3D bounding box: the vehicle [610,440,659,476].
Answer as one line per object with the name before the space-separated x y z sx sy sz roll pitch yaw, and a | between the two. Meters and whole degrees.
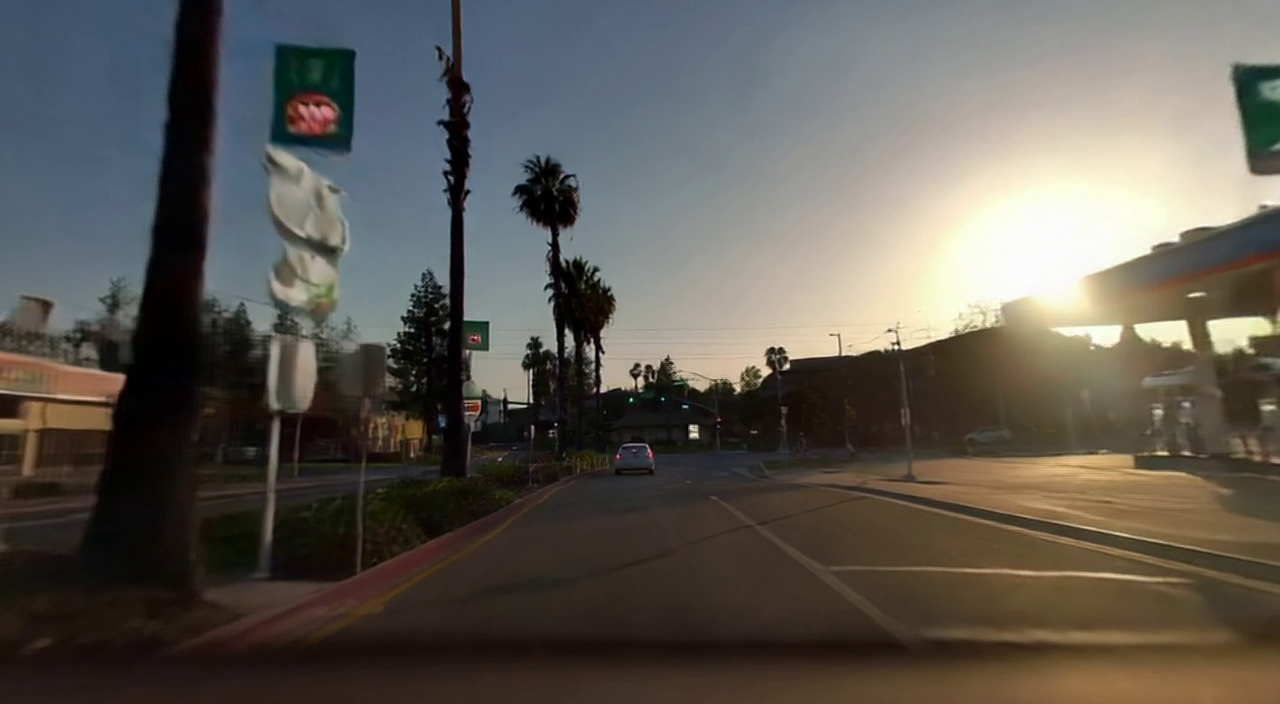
vehicle | -0.291 4.914 29.391 2.073 1.525 4.809 0 -9 -1
